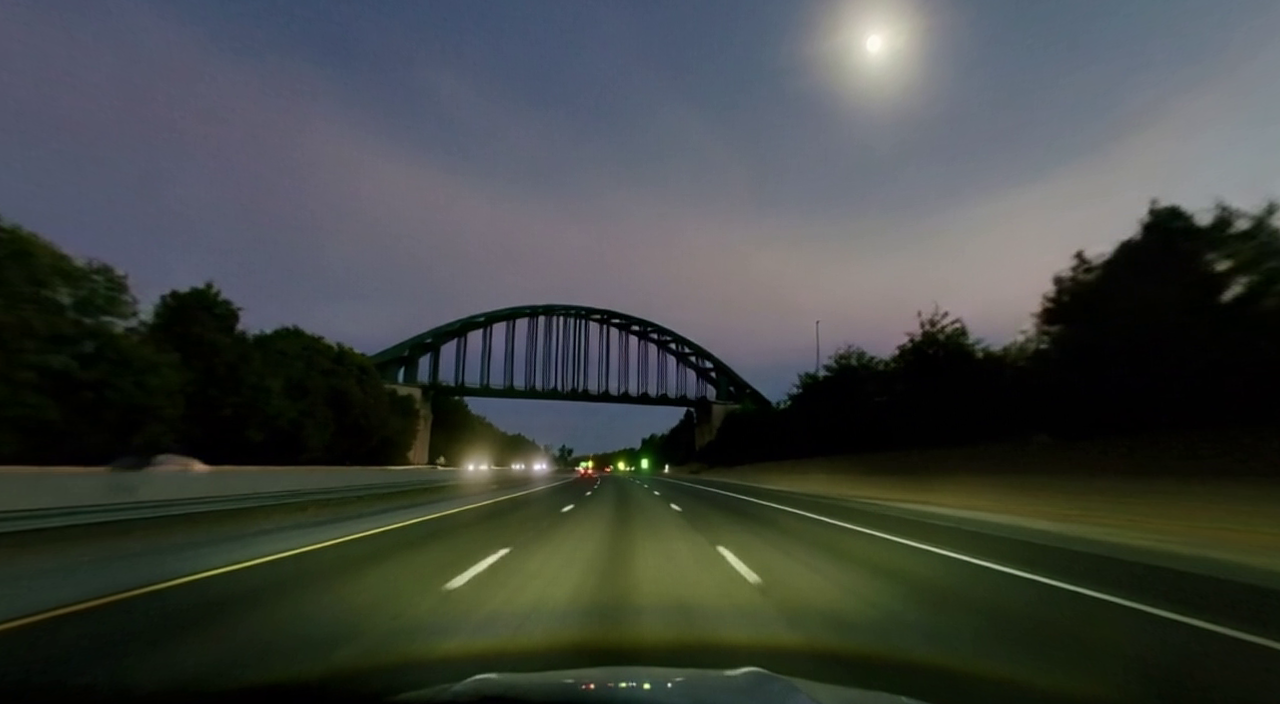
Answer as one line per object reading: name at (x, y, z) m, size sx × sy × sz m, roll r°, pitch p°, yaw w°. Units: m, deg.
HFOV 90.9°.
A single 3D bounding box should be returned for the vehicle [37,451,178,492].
vehicle at (-20.361, 4.609, 24.374) m, size 1.800 × 1.436 × 4.207 m, roll 1°, pitch -10°, yaw -1°
